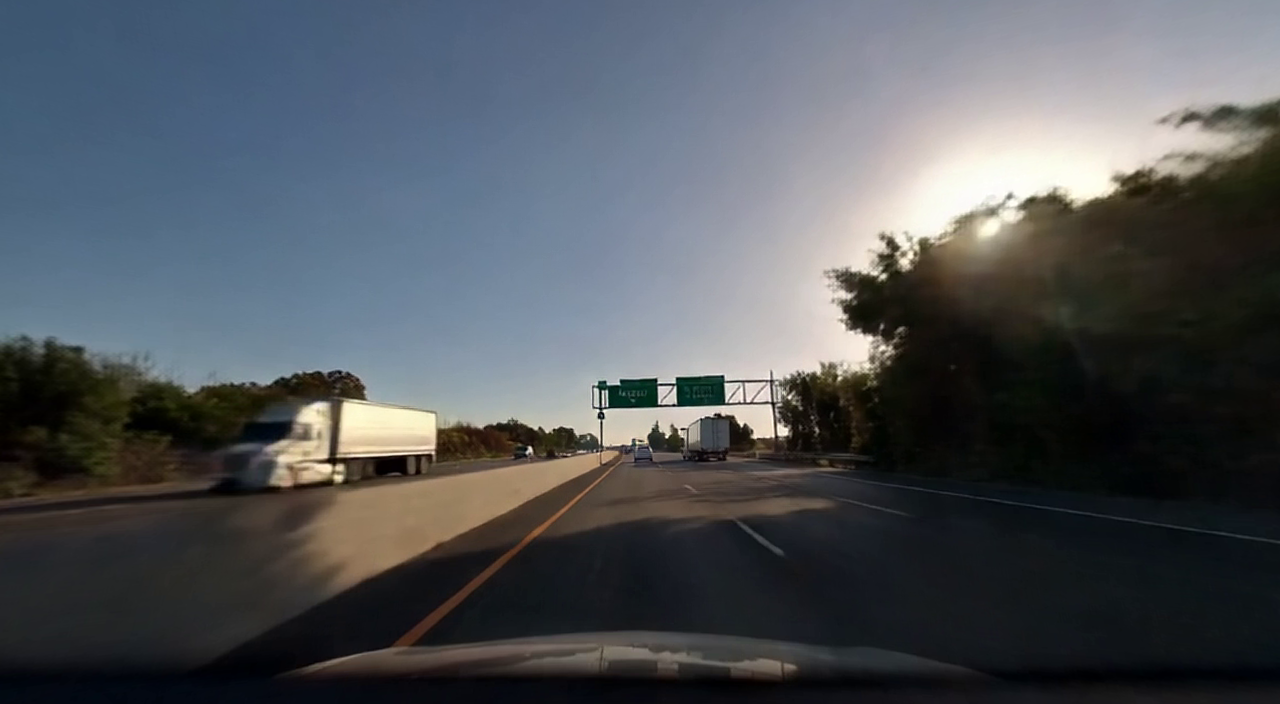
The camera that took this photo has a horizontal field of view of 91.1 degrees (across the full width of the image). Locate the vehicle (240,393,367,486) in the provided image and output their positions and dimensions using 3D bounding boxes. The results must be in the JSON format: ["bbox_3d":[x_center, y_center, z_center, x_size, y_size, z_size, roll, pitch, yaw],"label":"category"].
[{"bbox_3d":[-15.644,4.180,29.765,3.004,3.949,5.220,-1,-9,0],"label":"vehicle"}]

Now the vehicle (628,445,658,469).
[{"bbox_3d":[0.198,7.371,44.068,2.024,1.579,3.707,-1,-9,0],"label":"vehicle"}]
